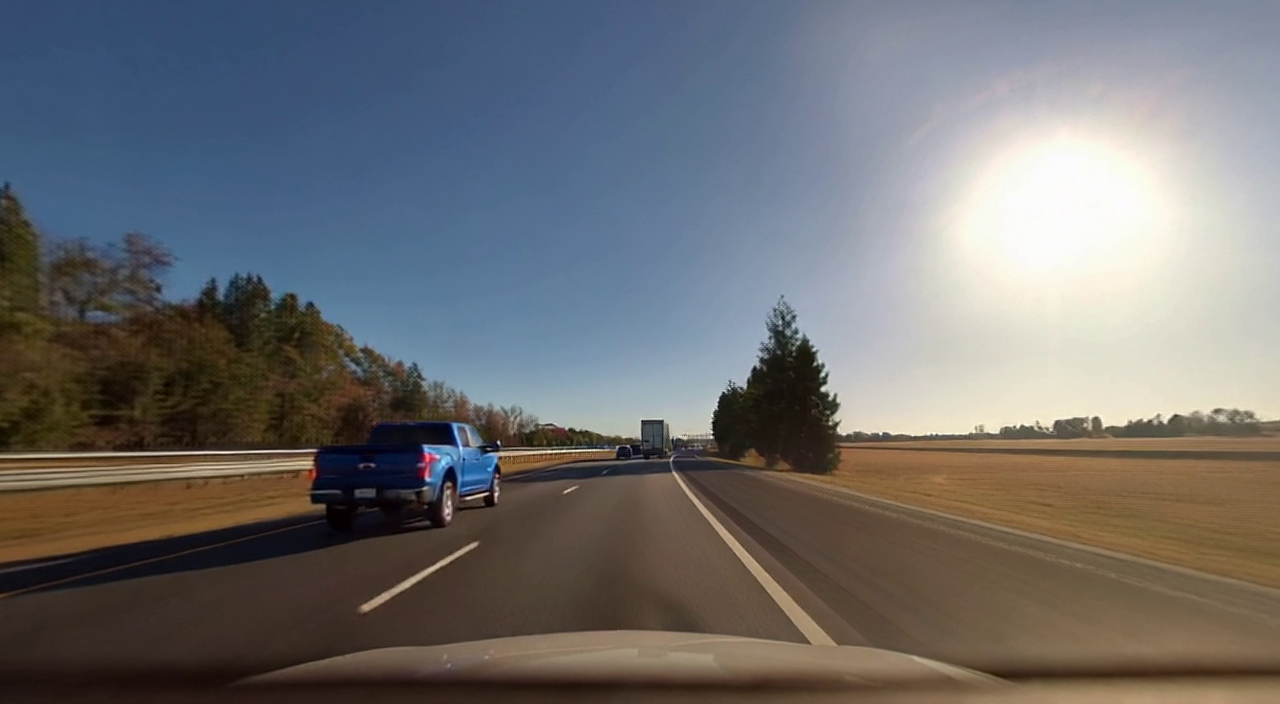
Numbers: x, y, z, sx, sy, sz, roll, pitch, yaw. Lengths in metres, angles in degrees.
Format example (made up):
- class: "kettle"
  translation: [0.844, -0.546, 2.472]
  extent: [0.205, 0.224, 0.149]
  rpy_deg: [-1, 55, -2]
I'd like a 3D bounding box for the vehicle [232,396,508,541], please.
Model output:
- class: "vehicle"
  translation: [-3.934, 1.848, 10.505]
  extent: [2.295, 1.815, 4.983]
  rpy_deg: [0, -9, 1]
